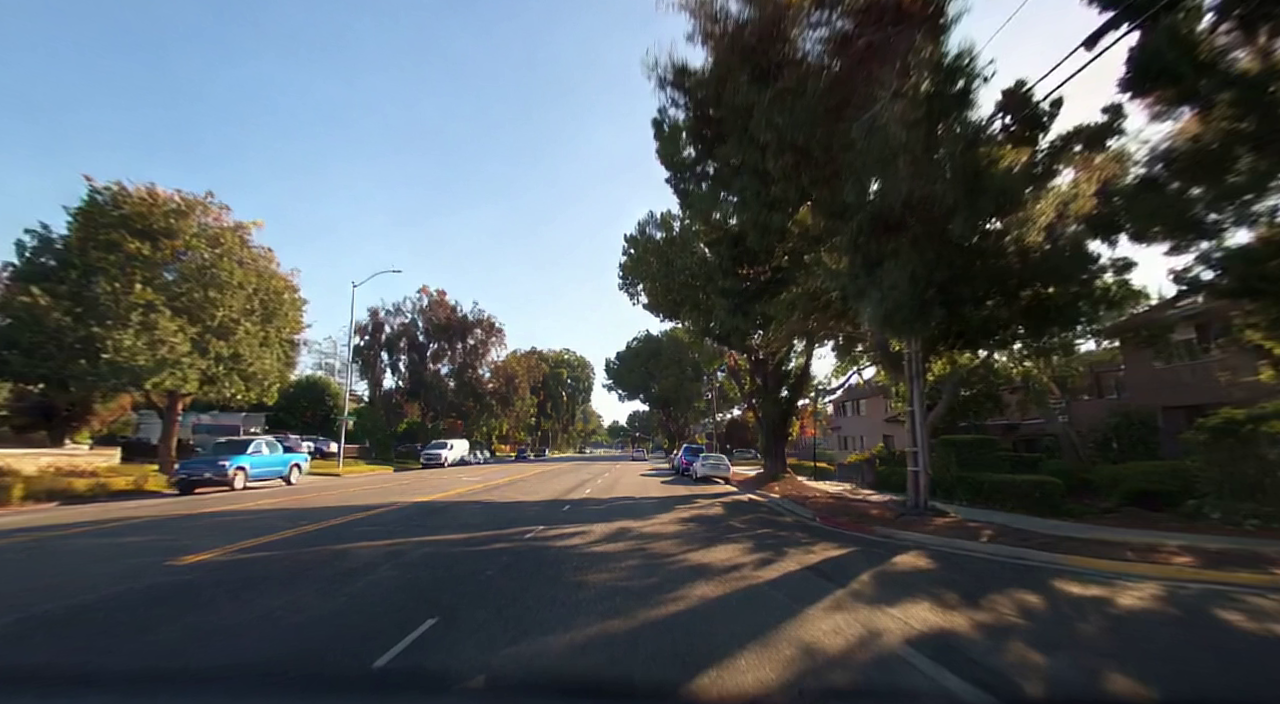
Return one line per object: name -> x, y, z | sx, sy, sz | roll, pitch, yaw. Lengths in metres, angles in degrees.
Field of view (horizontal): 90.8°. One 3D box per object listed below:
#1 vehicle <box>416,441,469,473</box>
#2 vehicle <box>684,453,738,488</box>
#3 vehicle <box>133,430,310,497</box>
vehicle -> -14.075, 7.440, 45.361 | 2.155, 1.991, 5.722 | -3, -8, -2
vehicle -> 3.423, 5.796, 31.377 | 1.911, 1.471, 5.151 | 0, -8, -2
vehicle -> -14.001, 3.787, 21.706 | 2.253, 1.969, 5.398 | 0, -9, 1
